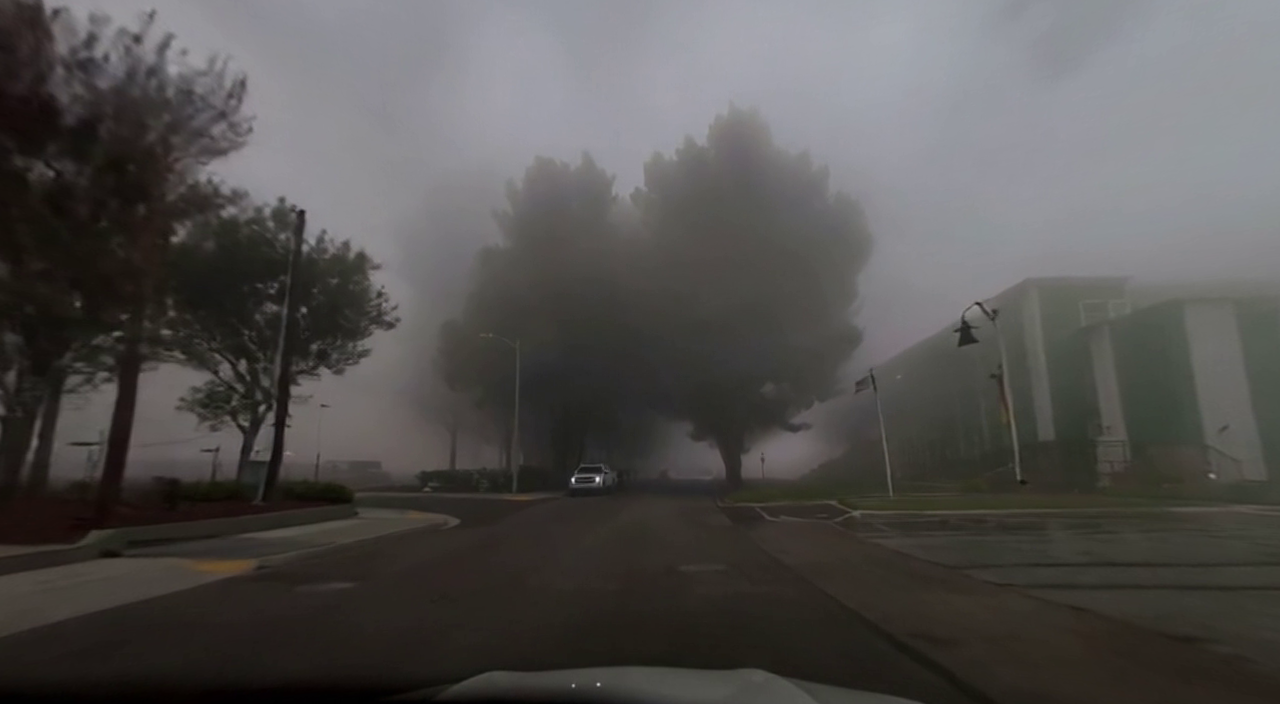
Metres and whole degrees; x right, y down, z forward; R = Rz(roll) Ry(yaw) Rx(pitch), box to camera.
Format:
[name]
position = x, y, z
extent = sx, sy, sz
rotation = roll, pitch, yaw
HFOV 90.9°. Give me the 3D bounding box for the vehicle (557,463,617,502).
[vehicle]
position = -2.649, 6.690, 32.564
extent = 2.022, 1.776, 4.625
rotation = -2, -10, 9
